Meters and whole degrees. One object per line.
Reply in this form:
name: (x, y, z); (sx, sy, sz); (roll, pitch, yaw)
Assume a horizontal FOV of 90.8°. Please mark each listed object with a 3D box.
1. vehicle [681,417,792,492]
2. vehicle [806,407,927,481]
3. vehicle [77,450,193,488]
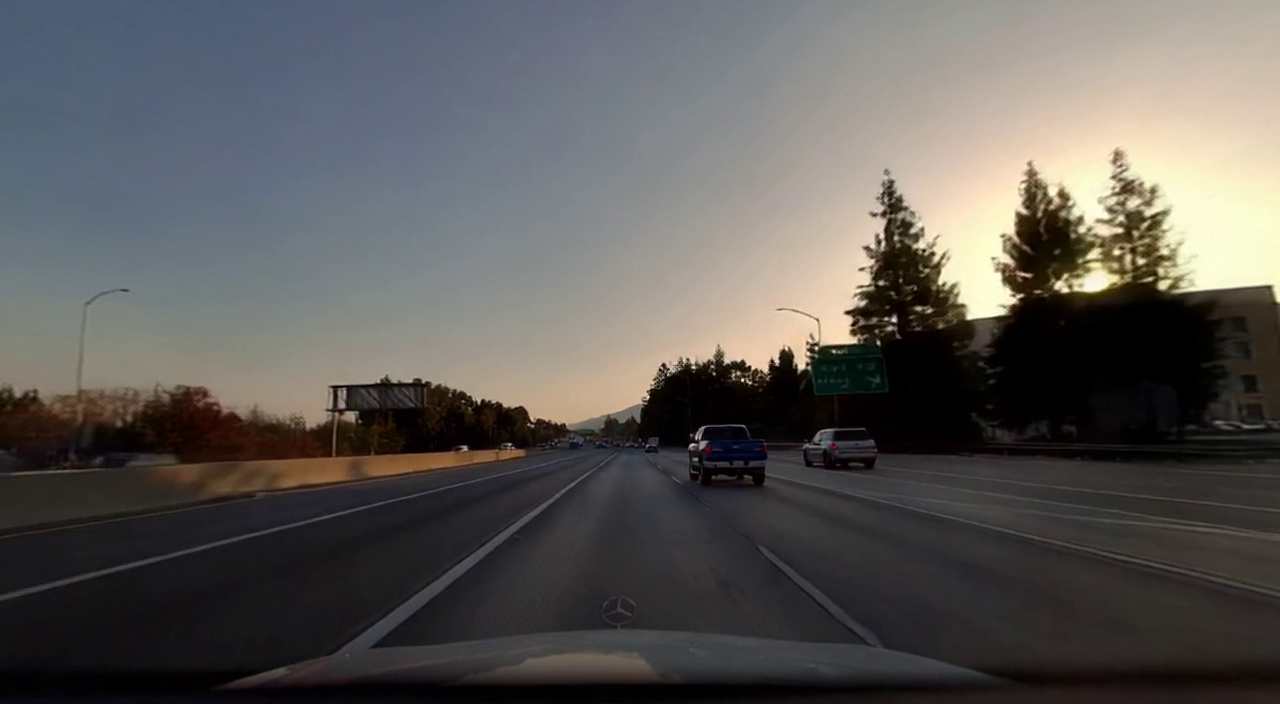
vehicle: (2.761, 3.106, 19.437); (2.462, 1.984, 4.718); (0, -9, -2)
vehicle: (7.760, 3.266, 22.380); (2.158, 2.268, 5.396); (0, -9, -1)
vehicle: (-23.270, 5.393, 29.357); (1.882, 1.579, 4.247); (0, -8, -1)
